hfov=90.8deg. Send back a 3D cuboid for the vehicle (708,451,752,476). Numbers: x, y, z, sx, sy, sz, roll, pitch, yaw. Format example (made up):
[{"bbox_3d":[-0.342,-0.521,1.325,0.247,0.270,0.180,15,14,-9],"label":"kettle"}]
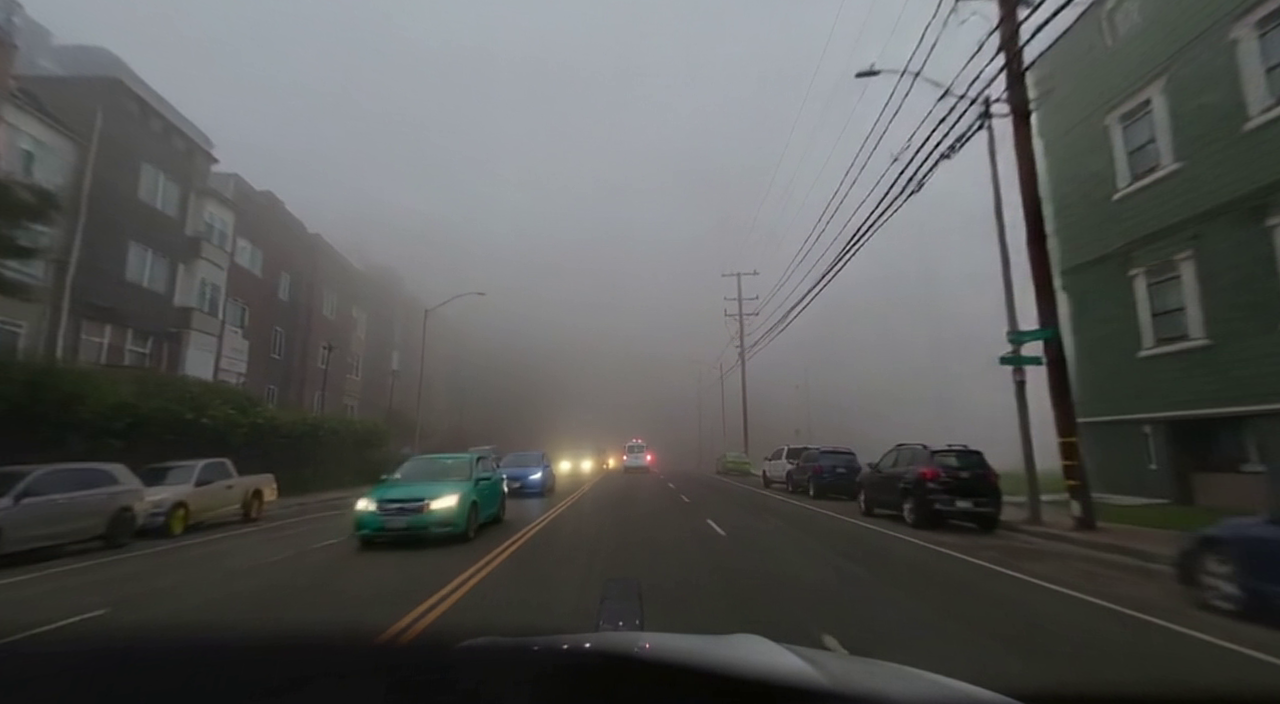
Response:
[{"bbox_3d":[5.796,7.214,41.126,1.943,1.490,4.783,0,-8,-3],"label":"vehicle"}]

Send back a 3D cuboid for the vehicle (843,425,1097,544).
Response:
[{"bbox_3d":[6.163,2.513,12.775,2.211,1.884,5.031,0,-8,-3],"label":"vehicle"}]

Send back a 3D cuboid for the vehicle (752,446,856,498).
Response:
[{"bbox_3d":[6.098,4.529,24.477,2.350,1.706,5.901,0,-8,-1],"label":"vehicle"}]

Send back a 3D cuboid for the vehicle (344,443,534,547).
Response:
[{"bbox_3d":[-3.310,2.415,11.457,1.972,1.498,4.304,0,-8,1],"label":"vehicle"}]

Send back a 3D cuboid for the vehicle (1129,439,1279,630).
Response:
[{"bbox_3d":[6.223,1.389,4.459,1.964,1.550,4.424,0,-8,0],"label":"vehicle"}]

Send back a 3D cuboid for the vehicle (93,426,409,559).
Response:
[{"bbox_3d":[-6.348,2.325,11.333,2.451,1.823,4.900,0,-8,1],"label":"vehicle"}]

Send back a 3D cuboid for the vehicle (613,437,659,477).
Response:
[{"bbox_3d":[-0.158,5.551,33.901,2.308,1.940,4.125,-1,-7,1],"label":"vehicle"}]

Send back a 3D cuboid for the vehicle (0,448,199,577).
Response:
[{"bbox_3d":[-9.453,2.342,9.812,1.950,1.668,4.552,0,-8,-1],"label":"vehicle"}]
